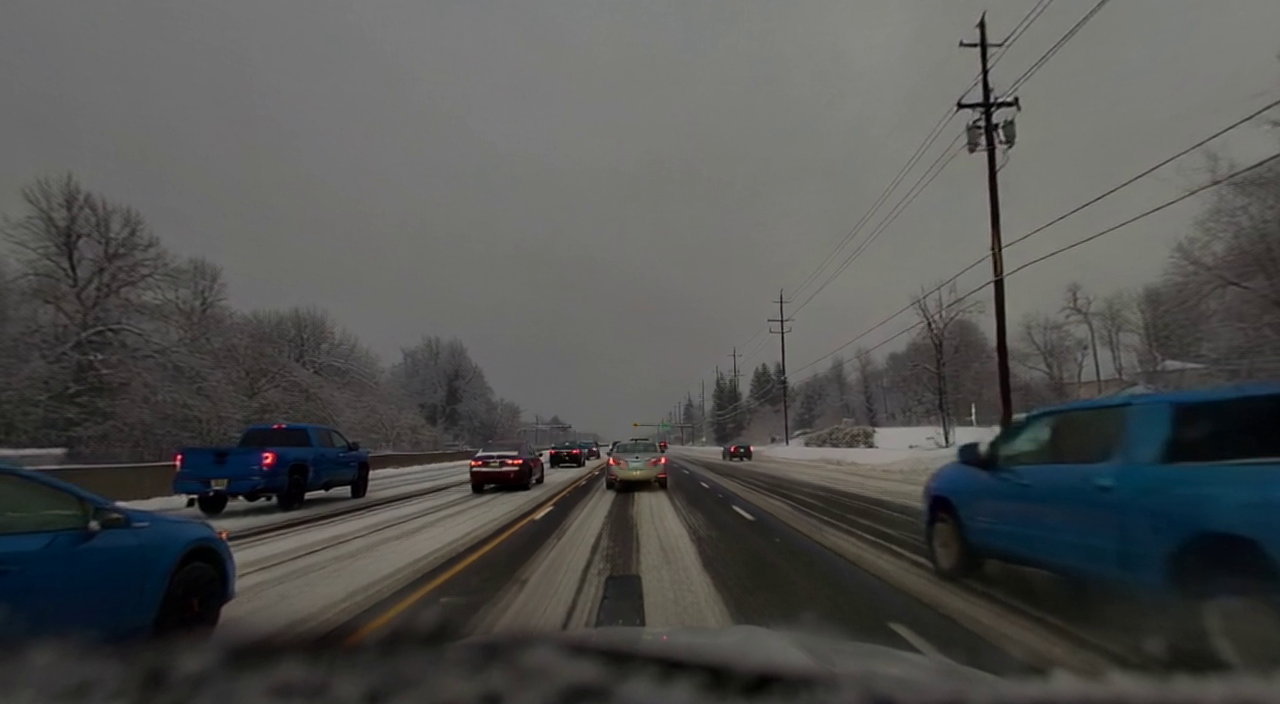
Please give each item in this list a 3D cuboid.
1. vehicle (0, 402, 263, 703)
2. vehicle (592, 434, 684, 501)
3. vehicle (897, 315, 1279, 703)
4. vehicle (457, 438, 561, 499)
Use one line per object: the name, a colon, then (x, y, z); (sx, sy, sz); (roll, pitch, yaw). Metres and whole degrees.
vehicle: (-3.799, 0.903, 2.312); (1.955, 1.481, 4.604); (0, -8, 1)
vehicle: (-0.077, 2.978, 16.766); (2.102, 1.499, 4.439); (0, -8, -1)
vehicle: (3.697, 0.902, 3.646); (2.113, 1.800, 5.376); (0, -8, -1)
vehicle: (-3.422, 3.114, 17.338); (1.899, 1.437, 4.131); (0, -8, 1)
